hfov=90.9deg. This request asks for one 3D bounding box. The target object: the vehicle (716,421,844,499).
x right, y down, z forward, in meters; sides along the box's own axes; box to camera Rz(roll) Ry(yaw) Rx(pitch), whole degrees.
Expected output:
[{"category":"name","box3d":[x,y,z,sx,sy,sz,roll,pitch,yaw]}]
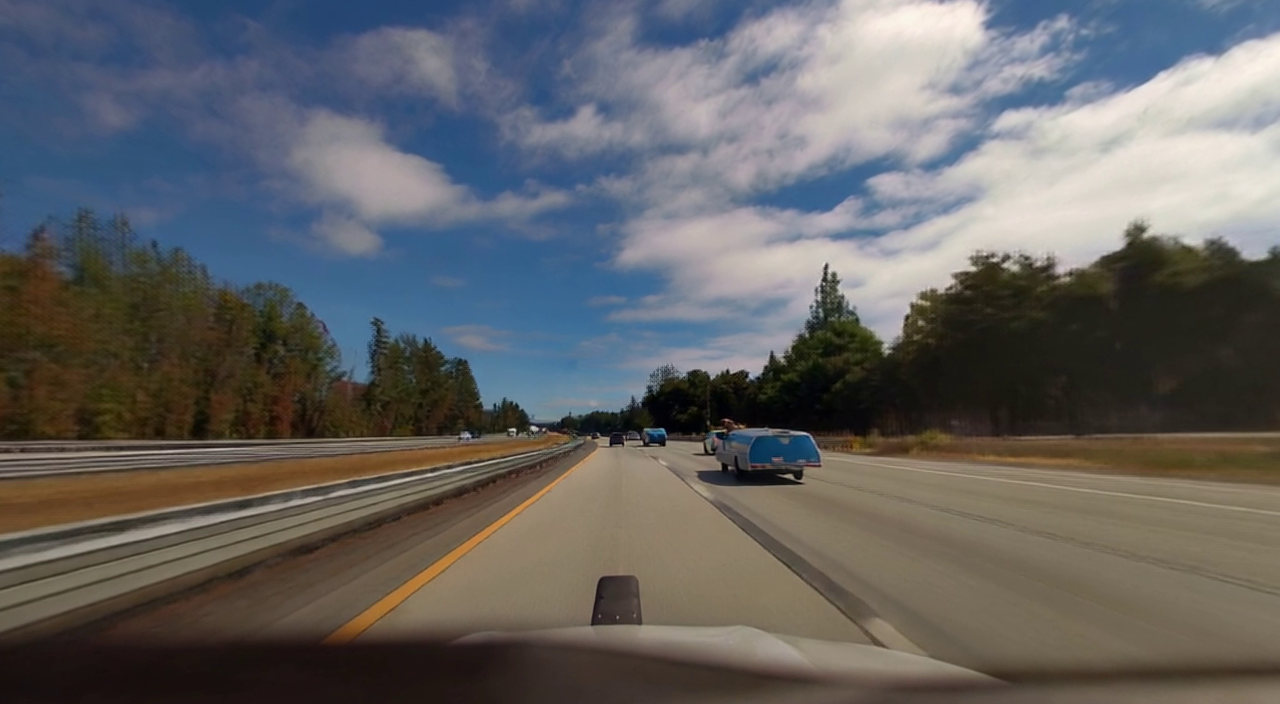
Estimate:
[{"category":"vehicle","box3d":[3.088,2.461,14.811,2.002,1.569,3.845,0,-8,-2]}]
